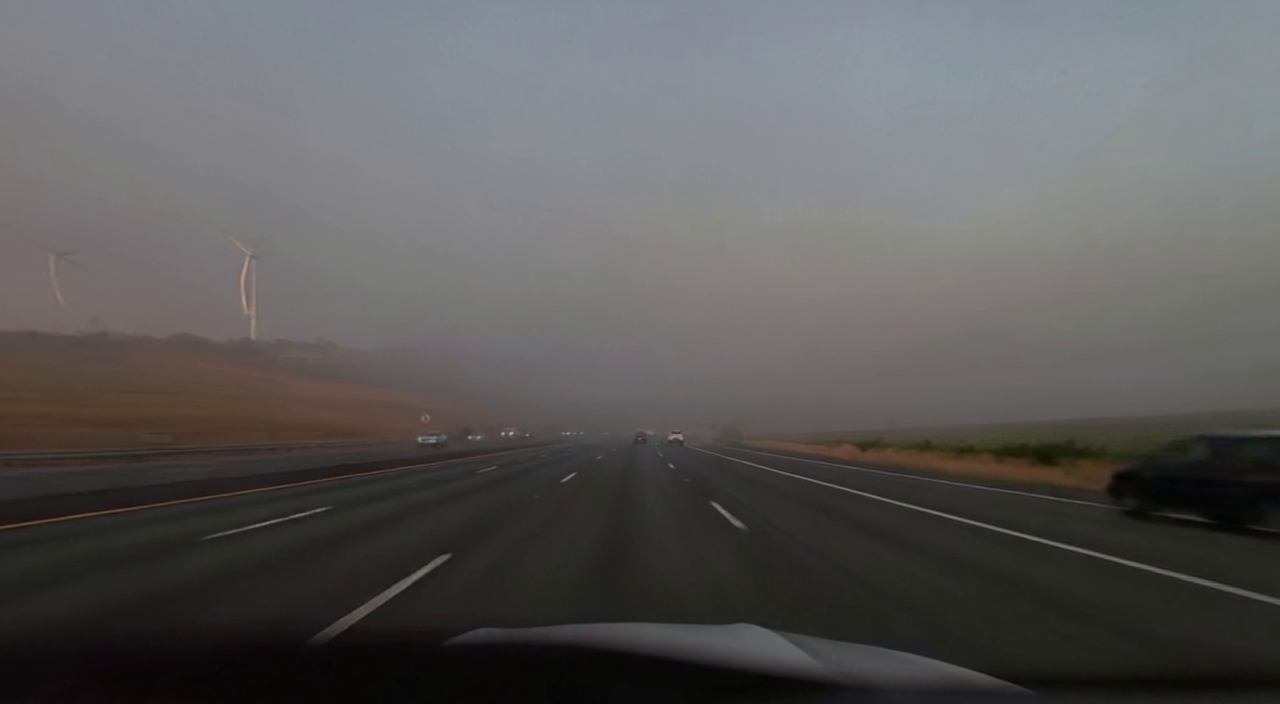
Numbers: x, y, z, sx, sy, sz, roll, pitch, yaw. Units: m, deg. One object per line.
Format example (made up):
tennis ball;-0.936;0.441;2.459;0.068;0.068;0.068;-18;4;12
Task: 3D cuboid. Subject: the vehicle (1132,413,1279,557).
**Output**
vehicle;7.934;1.497;7.242;1.926;1.559;2.968;1;-8;-7
